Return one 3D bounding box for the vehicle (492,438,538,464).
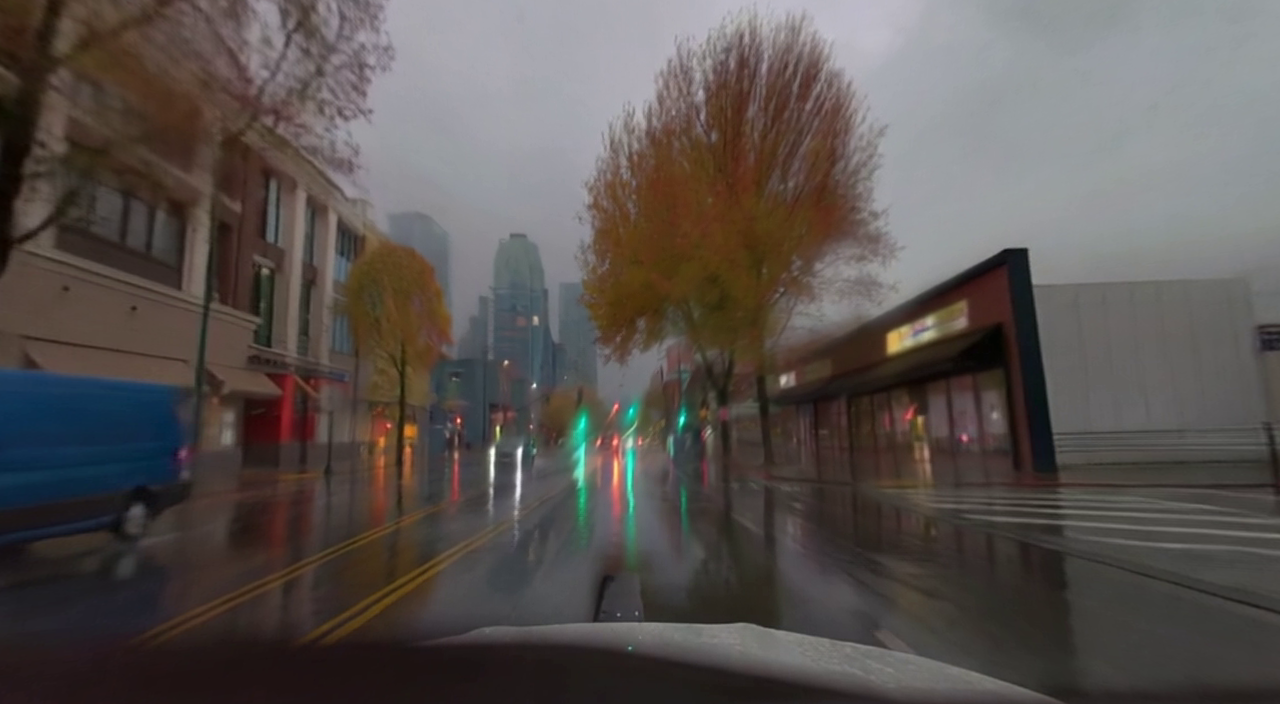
[{"bbox_3d":[-7.600,6.009,38.621,2.121,1.489,4.430,0,-8,-4],"label":"vehicle"}]

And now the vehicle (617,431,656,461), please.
[{"bbox_3d":[-0.264,5.733,38.651,2.274,1.736,4.083,0,-8,-1],"label":"vehicle"}]

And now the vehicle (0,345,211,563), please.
[{"bbox_3d":[-8.897,1.343,8.379,2.348,2.588,5.860,0,-8,-2],"label":"vehicle"}]

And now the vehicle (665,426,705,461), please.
[{"bbox_3d":[2.685,5.547,38.351,2.147,1.968,4.478,0,-8,0],"label":"vehicle"}]
